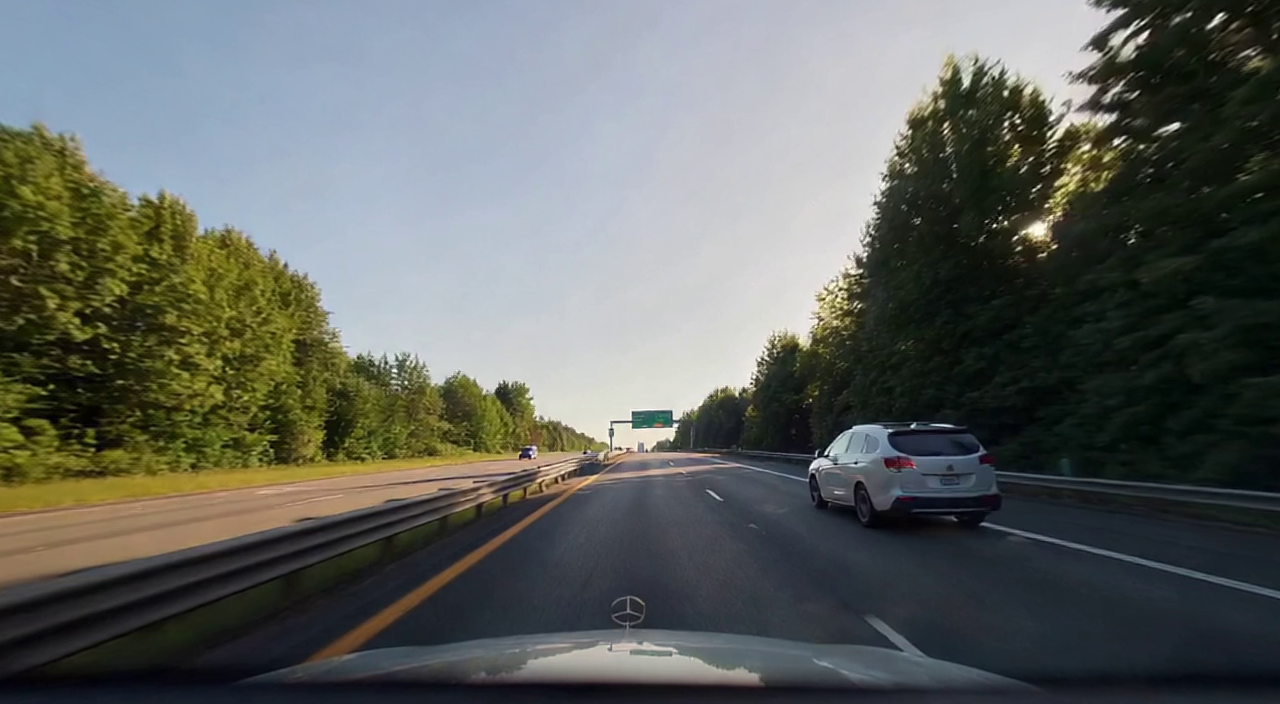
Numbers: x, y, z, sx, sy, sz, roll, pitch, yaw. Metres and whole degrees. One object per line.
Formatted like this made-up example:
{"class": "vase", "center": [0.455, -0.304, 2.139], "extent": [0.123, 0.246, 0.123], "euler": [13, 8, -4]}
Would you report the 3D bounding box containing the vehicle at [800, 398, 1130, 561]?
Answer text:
{"class": "vehicle", "center": [4.247, 1.767, 9.470], "extent": [2.360, 1.798, 4.781], "euler": [1, -8, -1]}
